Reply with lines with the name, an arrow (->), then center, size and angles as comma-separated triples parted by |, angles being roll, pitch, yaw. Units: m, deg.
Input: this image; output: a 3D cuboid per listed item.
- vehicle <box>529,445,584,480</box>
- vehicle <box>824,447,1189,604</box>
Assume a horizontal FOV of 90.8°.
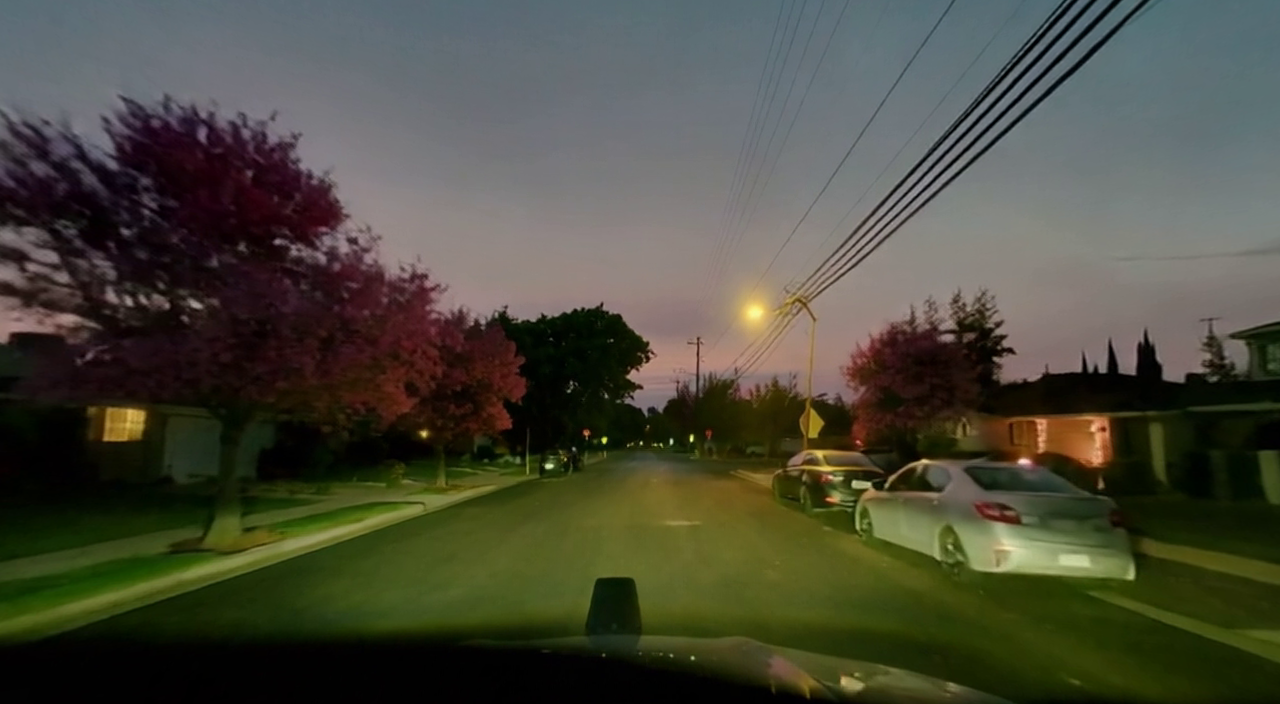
vehicle -> -4.027, 5.362, 31.062 | 1.938, 1.508, 4.481 | 0, -7, 2
vehicle -> 4.280, 2.048, 8.588 | 2.006, 1.489, 4.753 | 0, -8, -2
